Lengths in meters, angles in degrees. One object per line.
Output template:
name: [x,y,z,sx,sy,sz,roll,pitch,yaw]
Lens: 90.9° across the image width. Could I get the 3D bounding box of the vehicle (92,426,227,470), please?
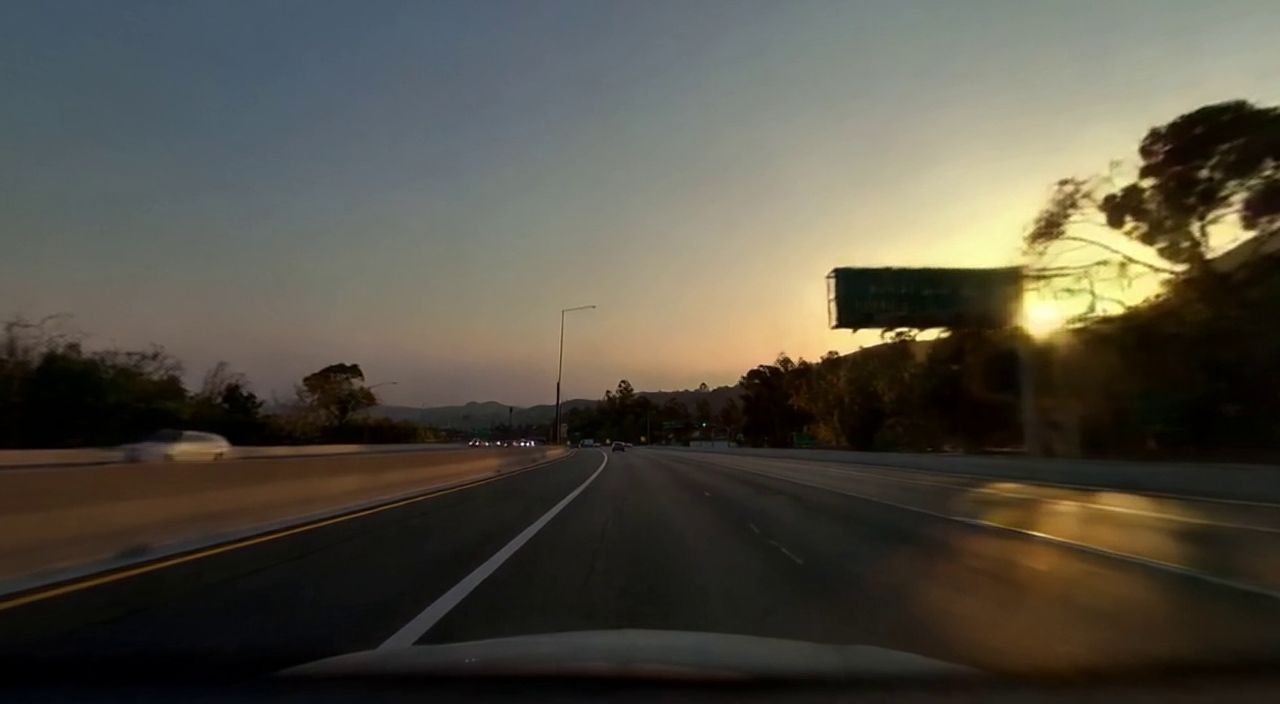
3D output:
vehicle: [-21.062,4.237,27.978,2.173,1.742,4.918,0,-8,-1]
